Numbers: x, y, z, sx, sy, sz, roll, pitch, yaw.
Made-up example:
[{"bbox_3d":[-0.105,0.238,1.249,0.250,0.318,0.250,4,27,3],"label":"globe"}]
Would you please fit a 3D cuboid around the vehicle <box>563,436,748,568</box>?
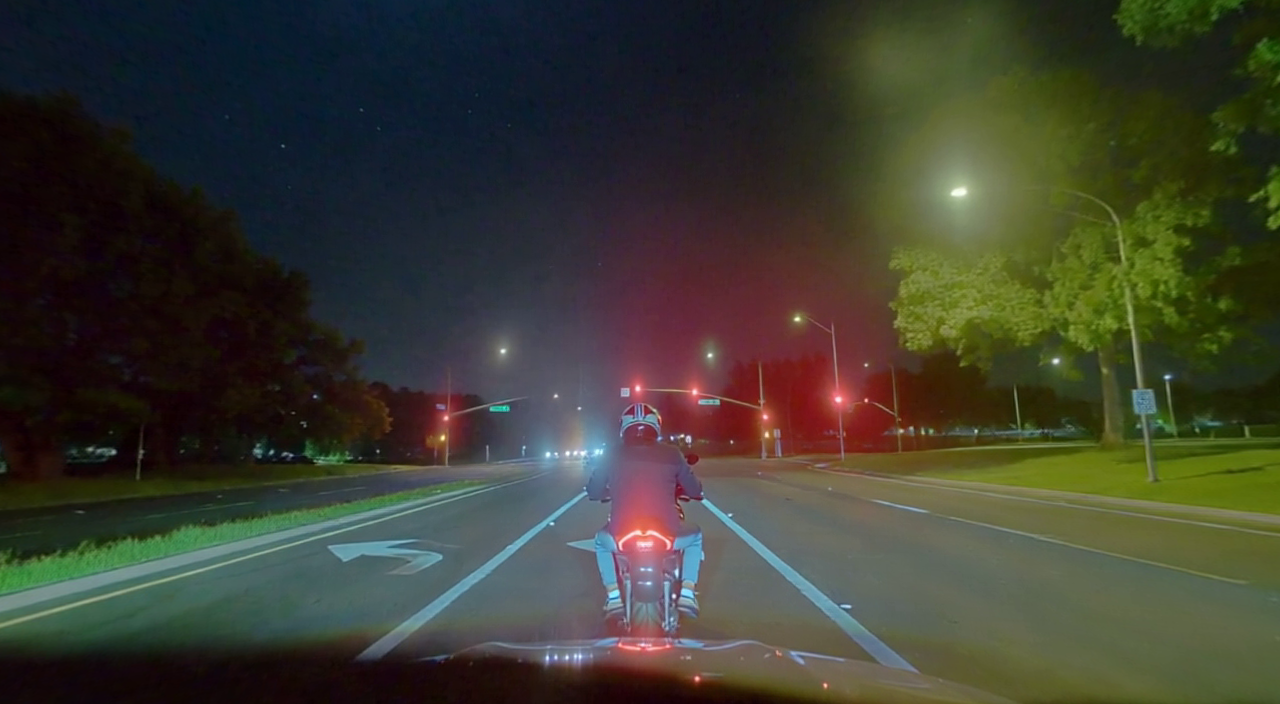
[{"bbox_3d":[0.131,2.024,9.424,2.093,1.450,4.437,0,-8,-1],"label":"vehicle"}]
